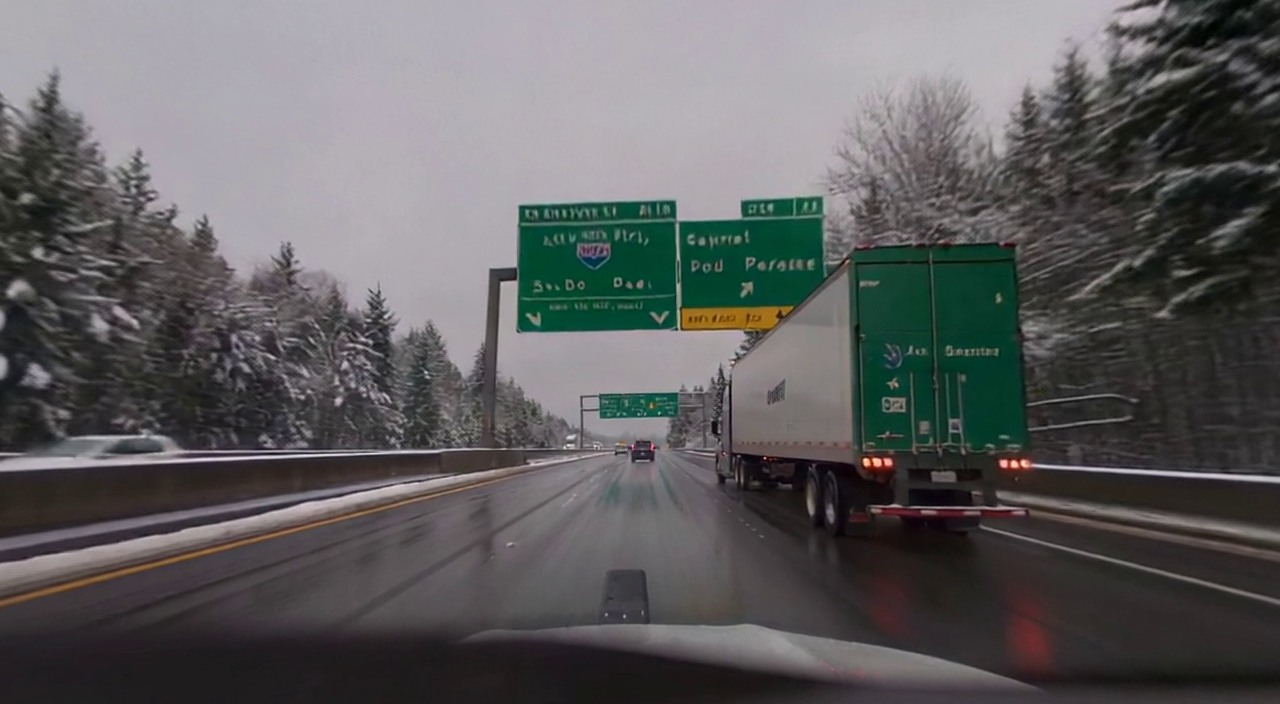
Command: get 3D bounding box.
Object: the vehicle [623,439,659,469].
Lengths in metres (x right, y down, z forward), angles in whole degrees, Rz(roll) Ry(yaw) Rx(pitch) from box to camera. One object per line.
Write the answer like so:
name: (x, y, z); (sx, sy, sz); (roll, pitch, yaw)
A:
vehicle: (0.065, 6.151, 38.196); (2.067, 1.690, 3.901); (0, -9, 0)

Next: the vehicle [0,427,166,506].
vehicle: (-15.295, 2.947, 16.607); (1.894, 1.765, 4.604); (0, -9, 1)

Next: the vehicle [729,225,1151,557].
vehicle: (4.504, 1.447, 14.512); (3.011, 4.028, 13.890); (0, -9, 0)
